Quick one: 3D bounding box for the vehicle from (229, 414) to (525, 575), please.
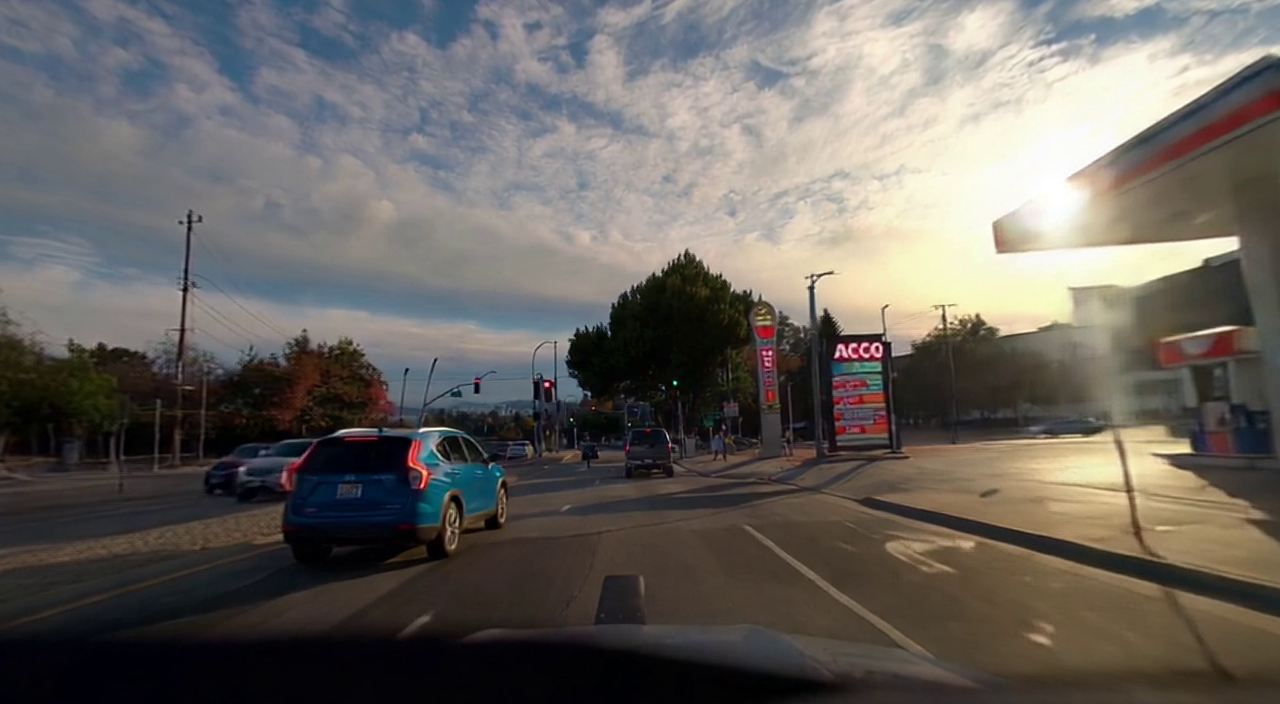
[{"bbox_3d":[-3.352,1.934,9.438,2.247,1.734,4.919,-1,-8,1],"label":"vehicle"}]

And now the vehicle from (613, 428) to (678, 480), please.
[{"bbox_3d":[0.157,4.425,27.464,2.552,1.999,5.498,0,-8,-1],"label":"vehicle"}]
